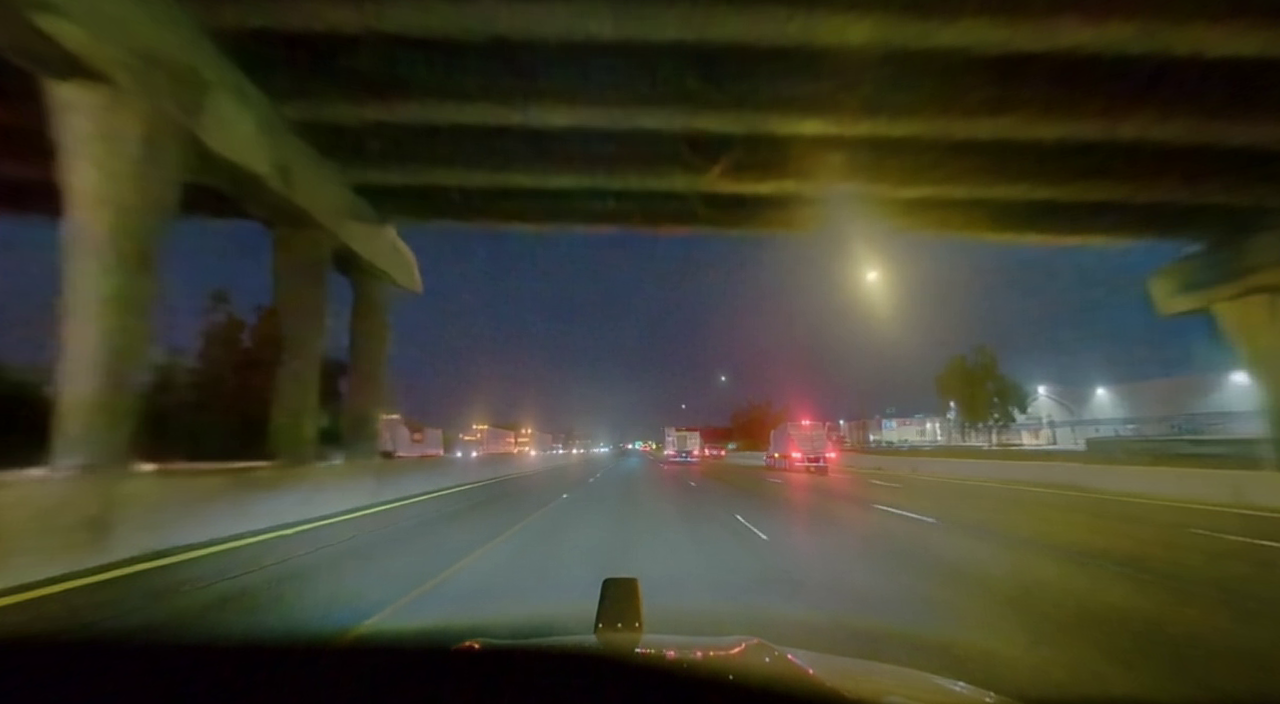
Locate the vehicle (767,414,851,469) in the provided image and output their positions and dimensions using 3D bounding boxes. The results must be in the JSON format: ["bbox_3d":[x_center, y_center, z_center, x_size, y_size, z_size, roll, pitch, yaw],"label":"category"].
[{"bbox_3d":[11.173,6.130,43.036,2.912,3.293,9.588,0,-9,-1],"label":"vehicle"}]

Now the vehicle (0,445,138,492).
[{"bbox_3d":[-20.263,3.992,22.043,1.903,1.445,4.386,0,-9,-1],"label":"vehicle"}]

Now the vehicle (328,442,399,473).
[{"bbox_3d":[-13.736,5.264,31.618,1.790,1.428,3.725,0,-9,1],"label":"vehicle"}]

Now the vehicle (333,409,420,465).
[{"bbox_3d":[-17.327,5.711,42.111,3.008,3.447,6.441,0,-9,-1],"label":"vehicle"}]
